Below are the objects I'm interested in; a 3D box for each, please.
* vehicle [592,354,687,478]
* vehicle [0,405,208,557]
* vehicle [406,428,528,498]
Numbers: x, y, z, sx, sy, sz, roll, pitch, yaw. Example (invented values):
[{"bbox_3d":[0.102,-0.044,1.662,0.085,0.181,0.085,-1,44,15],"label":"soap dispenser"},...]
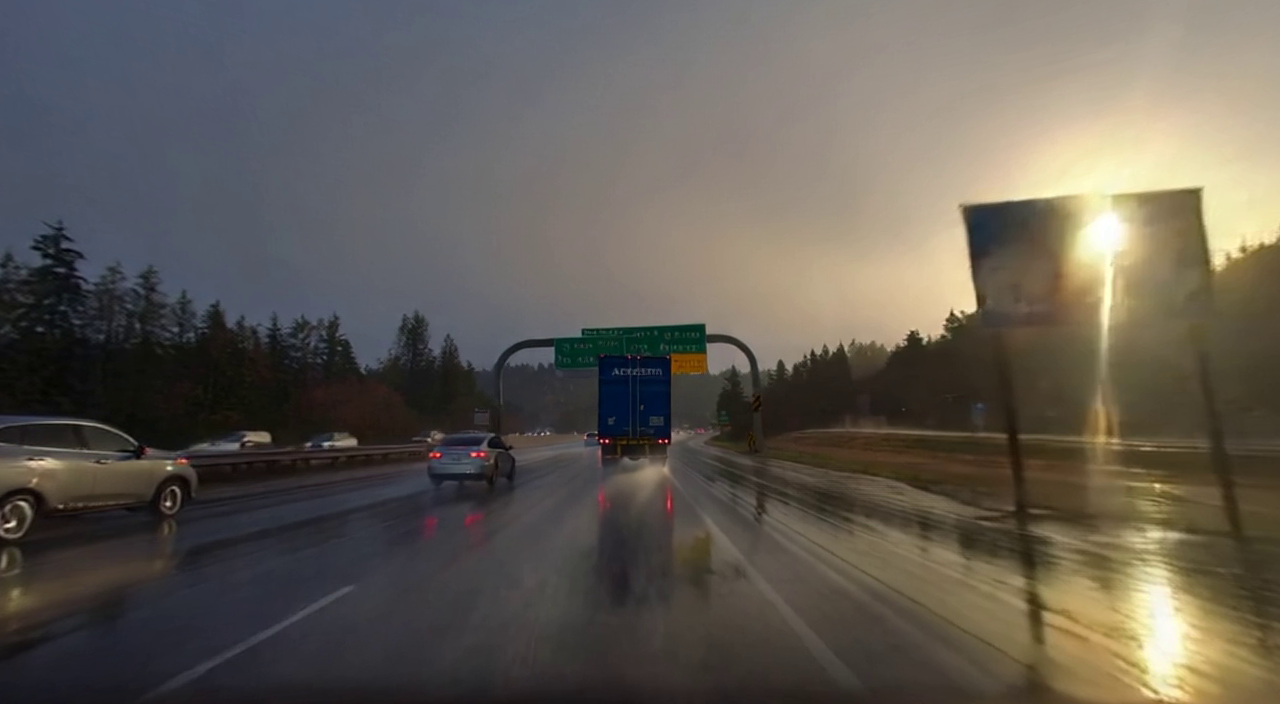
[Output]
[{"bbox_3d":[-0.109,2.818,26.201,3.118,4.106,10.719,0,-8,-1],"label":"vehicle"},{"bbox_3d":[-8.041,1.590,8.139,1.990,1.654,4.129,0,-8,-1],"label":"vehicle"},{"bbox_3d":[-4.098,2.680,15.594,1.933,1.492,3.838,0,-8,0],"label":"vehicle"}]
